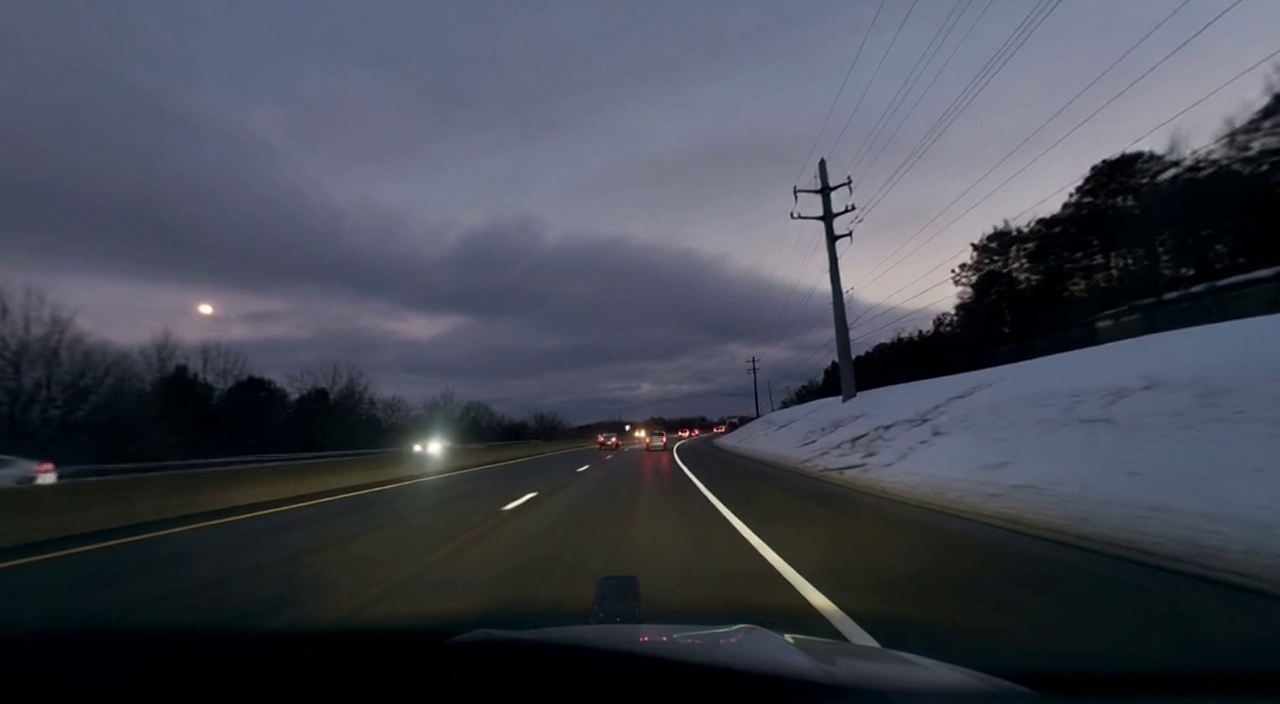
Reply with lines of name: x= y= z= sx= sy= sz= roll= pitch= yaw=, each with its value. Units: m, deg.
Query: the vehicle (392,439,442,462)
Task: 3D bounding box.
vehicle: x=-16.843 y=7.426 z=47.707 sx=1.925 sy=1.628 sz=4.630 roll=0 pitch=-8 yaw=2

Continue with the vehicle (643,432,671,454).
vehicle: x=1.356 y=6.913 z=47.928 sx=2.077 sy=1.523 sz=4.206 roll=0 pitch=-8 yaw=3
